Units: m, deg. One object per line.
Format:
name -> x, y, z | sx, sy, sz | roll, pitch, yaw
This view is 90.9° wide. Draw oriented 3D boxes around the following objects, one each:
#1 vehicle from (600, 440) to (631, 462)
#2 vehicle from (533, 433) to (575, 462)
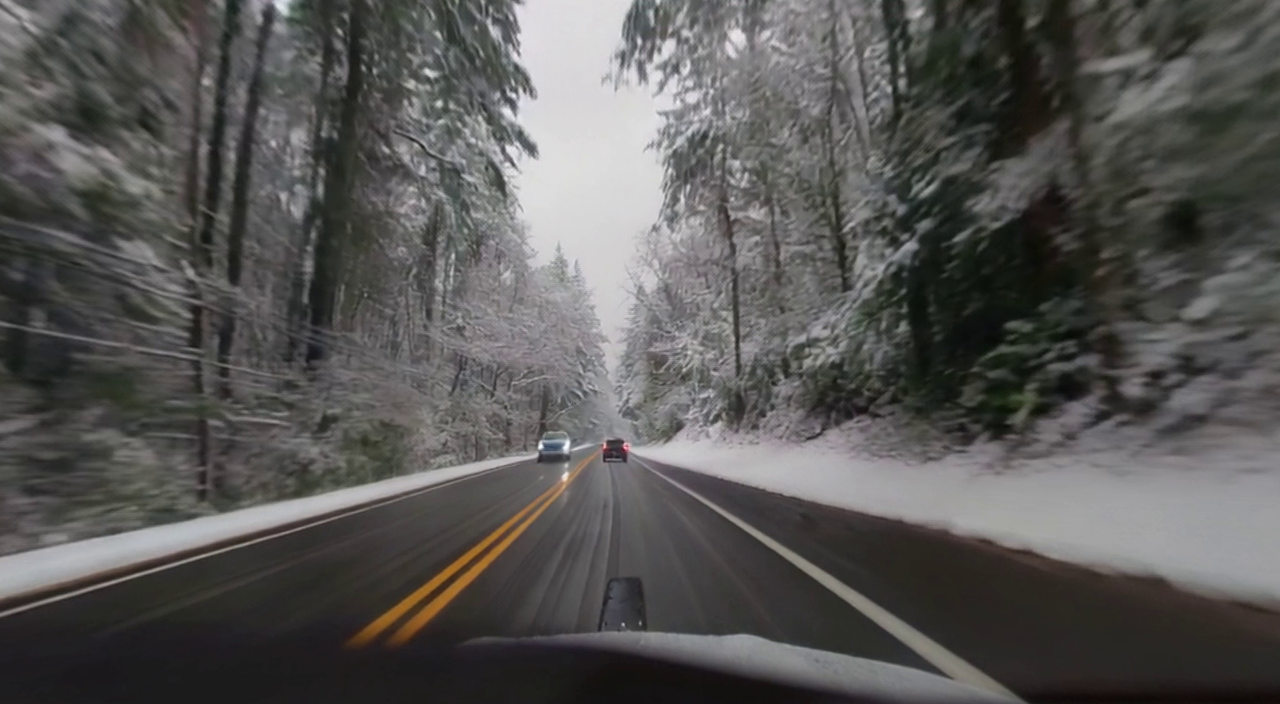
vehicle -> -1.773, 7.105, 45.534 | 2.120, 1.491, 4.349 | 0, -8, -3
vehicle -> -5.676, 6.419, 42.495 | 2.223, 1.836, 5.392 | 0, -8, -2
